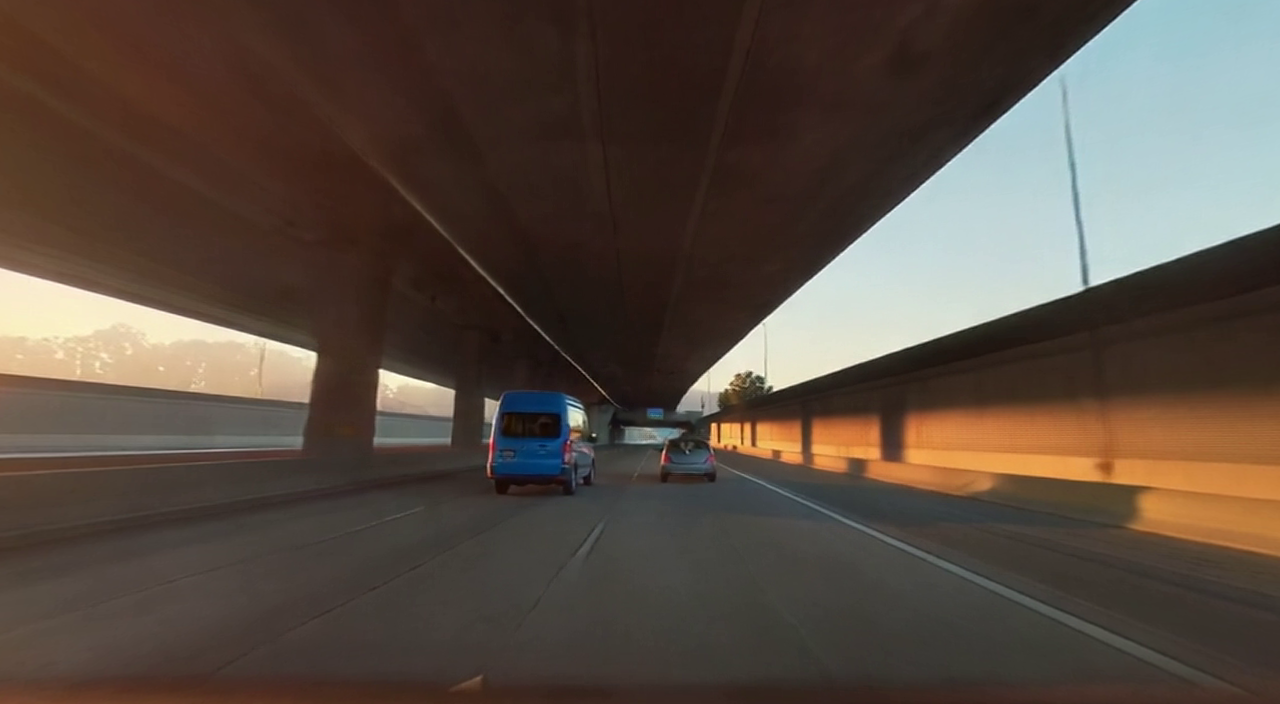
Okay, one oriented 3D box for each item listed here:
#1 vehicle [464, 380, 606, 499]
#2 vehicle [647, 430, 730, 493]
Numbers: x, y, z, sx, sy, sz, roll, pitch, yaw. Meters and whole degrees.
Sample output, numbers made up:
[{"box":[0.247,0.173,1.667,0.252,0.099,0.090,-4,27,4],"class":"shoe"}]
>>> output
[{"box":[-2.324,2.177,15.751,2.404,2.459,5.229,-1,-8,3],"class":"vehicle"},{"box":[1.289,3.056,17.975,2.095,1.553,4.069,-1,-8,2],"class":"vehicle"}]
